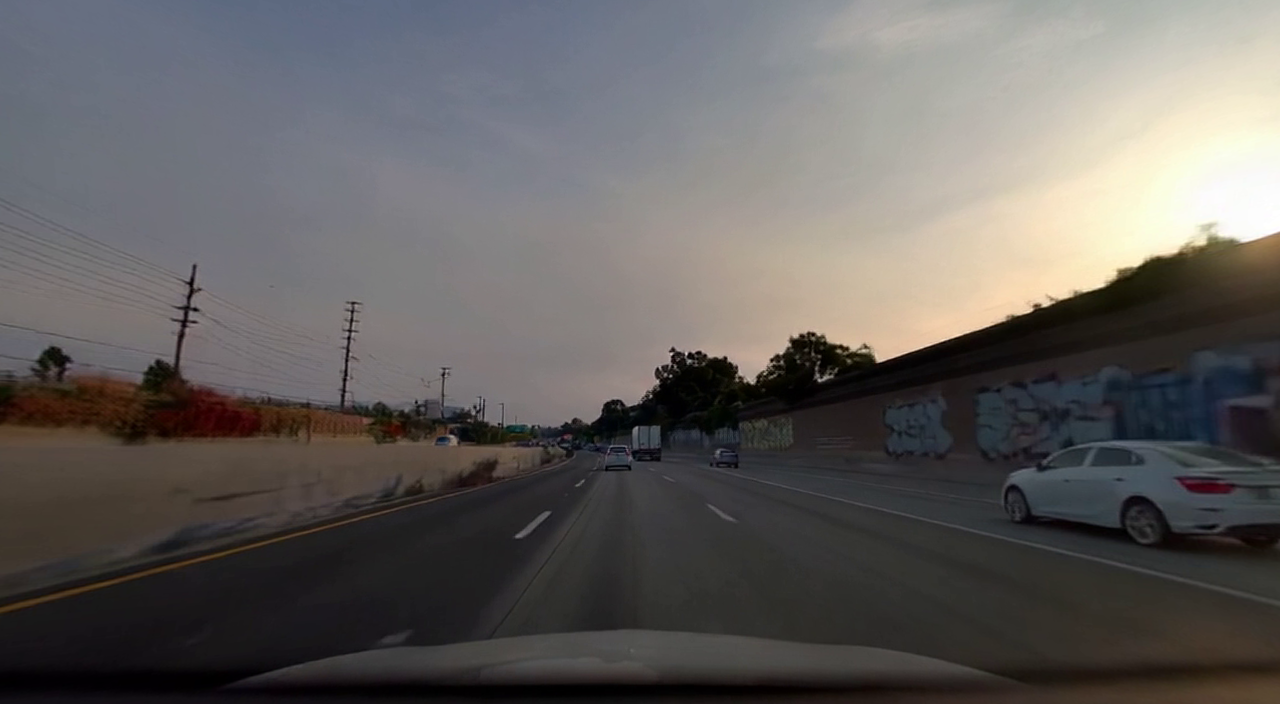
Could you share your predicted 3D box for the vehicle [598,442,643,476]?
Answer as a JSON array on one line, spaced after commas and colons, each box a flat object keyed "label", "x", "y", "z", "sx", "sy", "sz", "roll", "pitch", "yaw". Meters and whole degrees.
[{"label": "vehicle", "x": -1.024, "y": 5.517, "z": 32.754, "sx": 2.191, "sy": 1.685, "sz": 3.353, "roll": 0, "pitch": -9, "yaw": -2}]

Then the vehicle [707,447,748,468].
[{"label": "vehicle", "x": 6.236, "y": 7.593, "z": 45.577, "sx": 2.018, "sy": 1.451, "sz": 4.762, "roll": 0, "pitch": -9, "yaw": -4}]

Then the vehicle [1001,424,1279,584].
[{"label": "vehicle", "x": 7.177, "y": 1.807, "z": 8.322, "sx": 2.032, "sy": 1.525, "sz": 4.631, "roll": 0, "pitch": -9, "yaw": -1}]
